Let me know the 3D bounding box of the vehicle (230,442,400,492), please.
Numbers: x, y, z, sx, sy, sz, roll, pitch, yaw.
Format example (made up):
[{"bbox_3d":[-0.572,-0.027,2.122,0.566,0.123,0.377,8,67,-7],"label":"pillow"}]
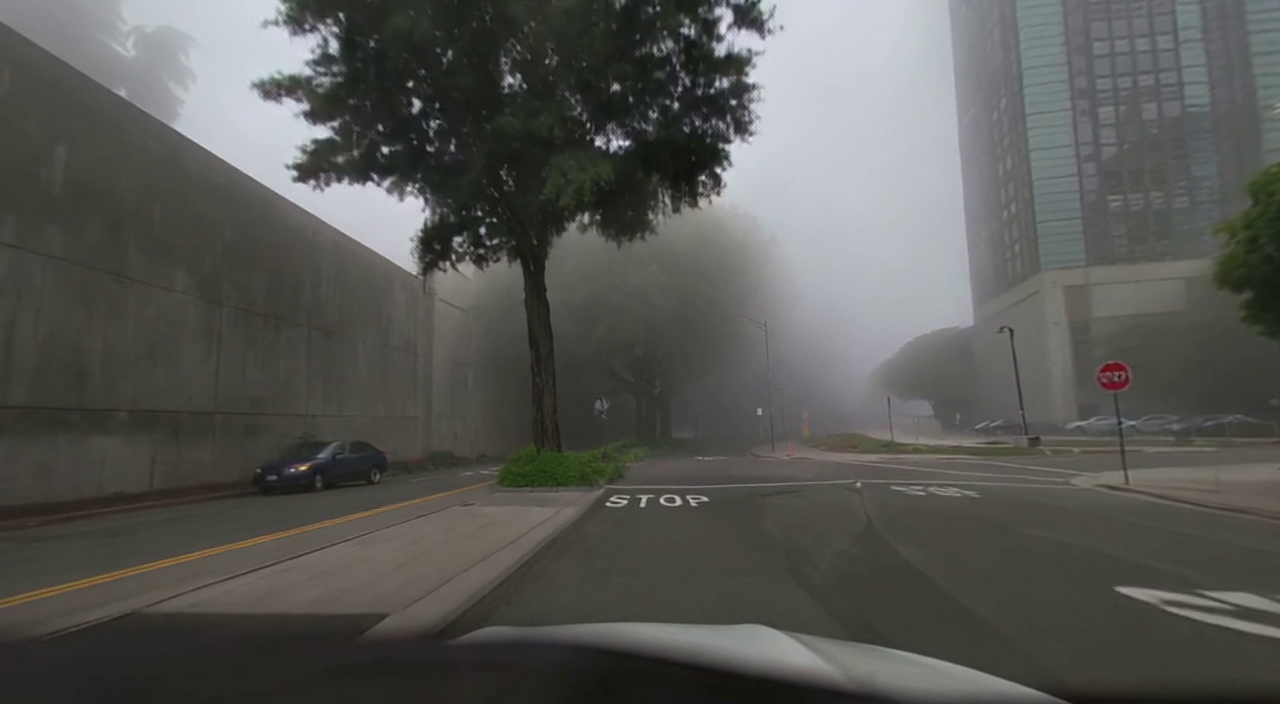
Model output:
[{"bbox_3d":[-10.650,3.732,20.881,4.694,1.447,2.137,5,-10,-30],"label":"vehicle"}]
